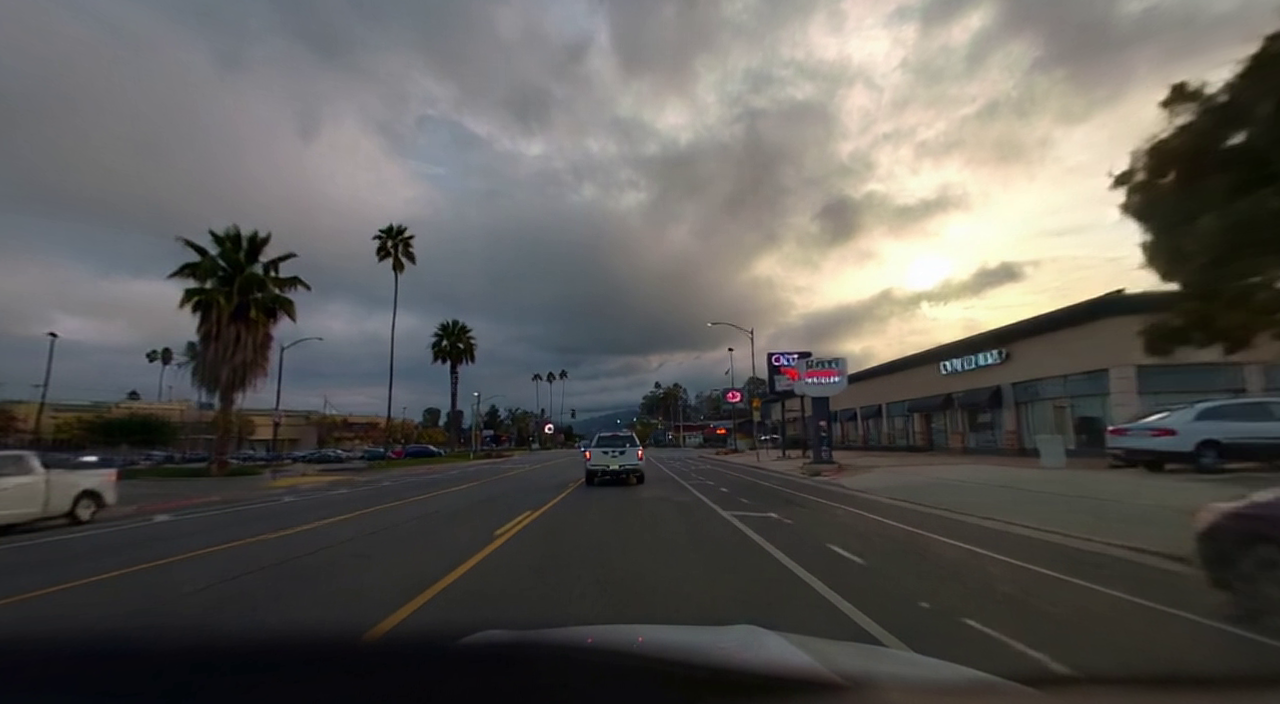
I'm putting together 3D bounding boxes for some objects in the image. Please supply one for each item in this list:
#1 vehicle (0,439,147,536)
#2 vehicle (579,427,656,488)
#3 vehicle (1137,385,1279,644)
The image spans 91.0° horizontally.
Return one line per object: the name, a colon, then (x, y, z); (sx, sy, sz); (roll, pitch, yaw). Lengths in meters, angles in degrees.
vehicle: (-13.489, 2.855, 13.312); (2.296, 1.847, 4.856); (-3, -8, -2)
vehicle: (-0.675, 3.390, 20.451); (2.239, 1.763, 4.096); (0, -8, -1)
vehicle: (5.766, 1.036, 3.457); (2.186, 1.861, 4.678); (1, -8, -1)
